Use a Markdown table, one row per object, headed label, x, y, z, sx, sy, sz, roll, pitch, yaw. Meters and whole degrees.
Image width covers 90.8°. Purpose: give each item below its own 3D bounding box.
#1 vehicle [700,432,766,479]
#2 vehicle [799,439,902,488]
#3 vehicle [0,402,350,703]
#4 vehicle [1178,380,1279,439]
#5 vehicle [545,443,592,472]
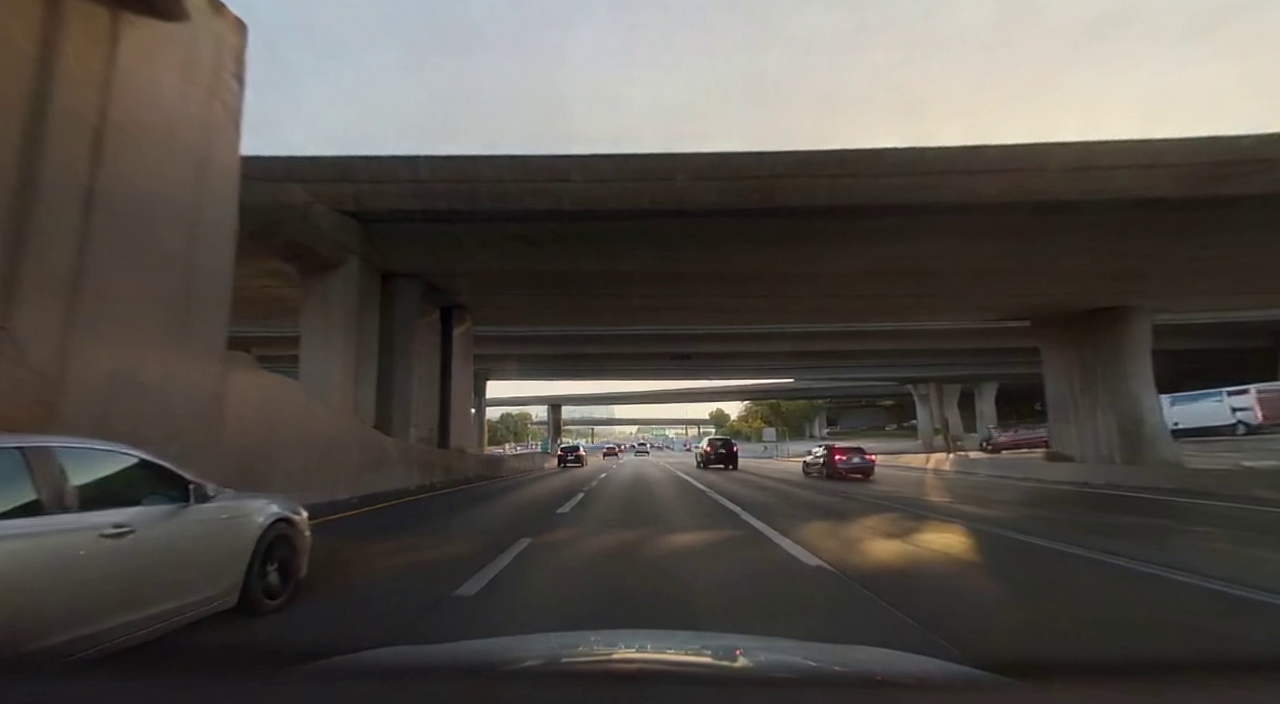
| label | x | y | z | sx | sy | sz | roll | pitch | yaw |
| --- | --- | --- | --- | --- | --- | --- | --- | --- | --- |
| vehicle | 3.752 | 4.261 | 26.213 | 2.072 | 1.761 | 4.242 | 0 | -8 | -1 |
| vehicle | 7.005 | 3.742 | 21.573 | 1.989 | 1.472 | 4.322 | 0 | -8 | -1 |
| vehicle | -3.618 | 1.055 | 3.277 | 1.997 | 1.476 | 4.703 | 0 | -8 | 0 |
| vehicle | 44.730 | 4.532 | 47.065 | 2.883 | 3.685 | 12.599 | -3 | -9 | 21 |
| vehicle | -3.827 | 5.724 | 34.543 | 2.047 | 1.464 | 4.387 | 0 | -8 | 0 |
